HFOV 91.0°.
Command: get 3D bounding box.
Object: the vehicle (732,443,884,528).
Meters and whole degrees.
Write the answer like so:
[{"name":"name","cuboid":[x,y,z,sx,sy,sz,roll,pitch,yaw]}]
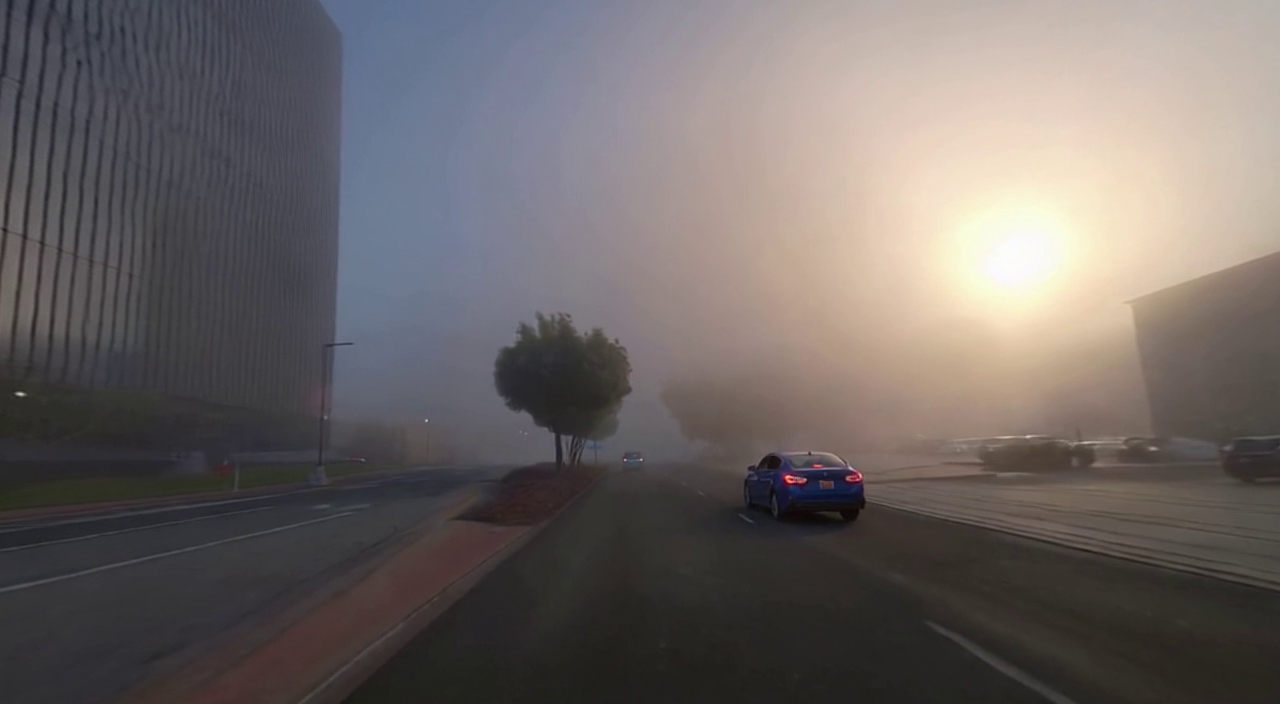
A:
[{"name":"vehicle","cuboid":[3.328,2.734,13.425,1.993,1.501,4.127,0,-9,-2]}]
